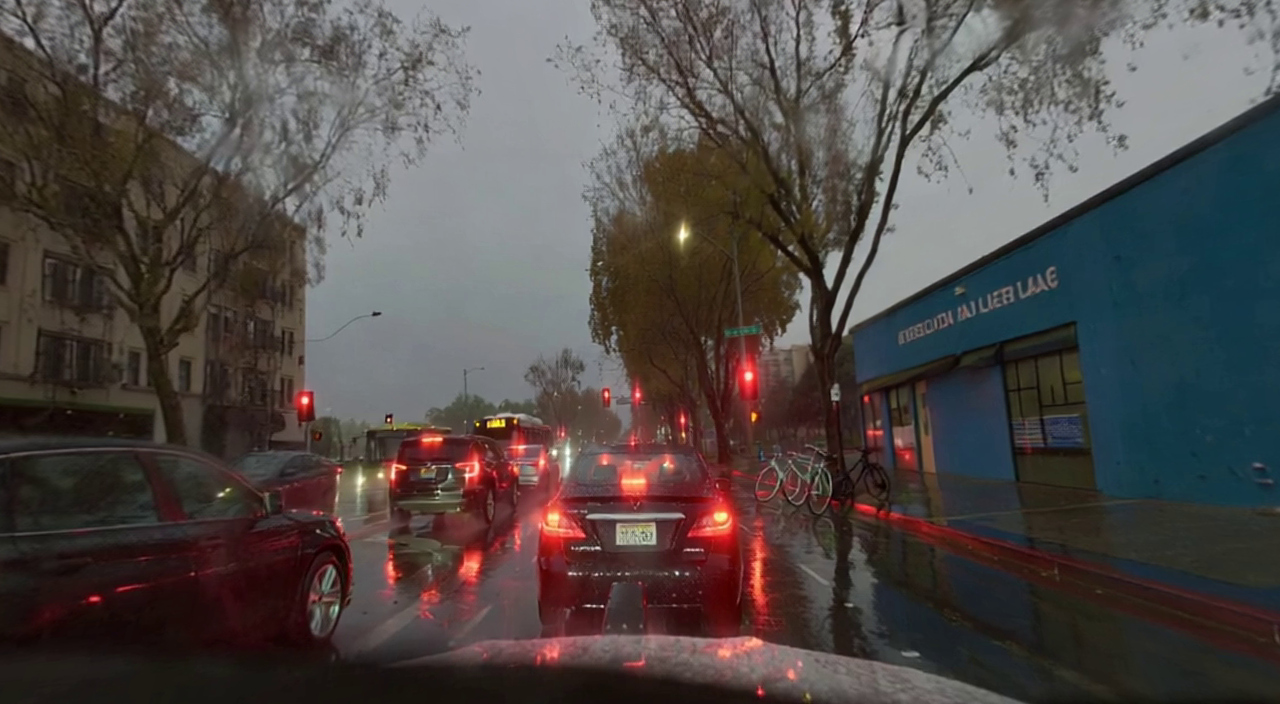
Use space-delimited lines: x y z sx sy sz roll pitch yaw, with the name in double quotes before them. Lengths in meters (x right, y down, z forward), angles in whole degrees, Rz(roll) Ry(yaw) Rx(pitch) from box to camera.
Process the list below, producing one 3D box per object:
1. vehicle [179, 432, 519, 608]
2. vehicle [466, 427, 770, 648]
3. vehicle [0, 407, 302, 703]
"vehicle" -2.918 1.758 7.640 1.944 1.481 4.385 0 -8 1
"vehicle" -0.136 1.526 6.178 2.031 1.461 3.763 0 -8 1
"vehicle" -3.169 0.878 1.748 1.867 1.486 4.452 0 -8 2
